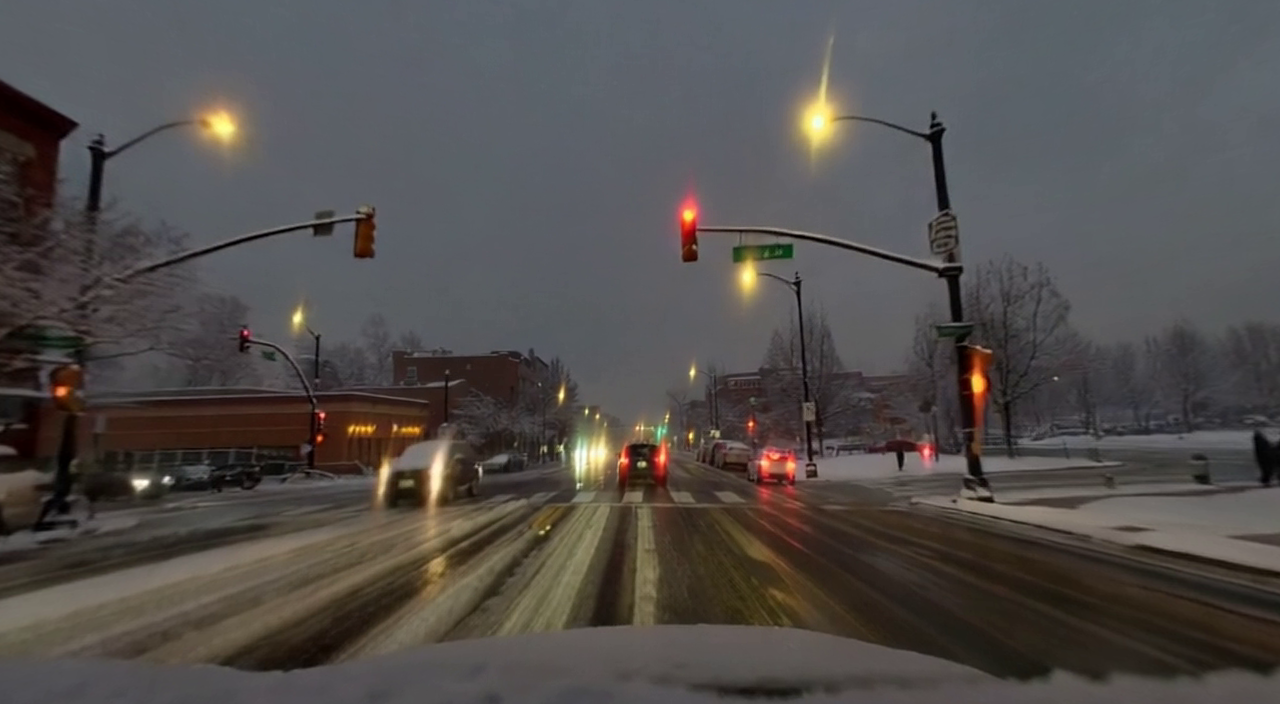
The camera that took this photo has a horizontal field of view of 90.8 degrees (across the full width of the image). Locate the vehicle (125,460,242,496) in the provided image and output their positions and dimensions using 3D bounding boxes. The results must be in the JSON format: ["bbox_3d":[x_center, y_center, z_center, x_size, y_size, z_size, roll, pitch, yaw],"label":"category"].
[{"bbox_3d":[-24.827,6.865,34.483,4.794,1.825,2.056,0,-8,1],"label":"vehicle"}]

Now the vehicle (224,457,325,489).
[{"bbox_3d":[-19.852,6.637,34.453,4.212,1.641,1.935,-1,-13,2],"label":"vehicle"}]

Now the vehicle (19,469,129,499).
[{"bbox_3d":[-30.833,7.202,34.504,4.323,1.491,1.758,0,-9,2],"label":"vehicle"}]

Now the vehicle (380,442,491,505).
[{"bbox_3d":[-5.988,3.567,19.082,1.918,1.679,4.209,0,-8,0],"label":"vehicle"}]

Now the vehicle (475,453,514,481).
[{"bbox_3d":[-10.877,8.613,47.541,1.887,1.576,4.530,-4,-6,-1],"label":"vehicle"}]

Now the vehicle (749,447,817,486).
[{"bbox_3d":[6.011,4.830,27.041,1.859,1.470,4.476,0,-8,0],"label":"vehicle"}]

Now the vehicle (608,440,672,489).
[{"bbox_3d":[-0.009,3.973,22.697,2.086,1.575,4.205,0,-8,0],"label":"vehicle"}]
